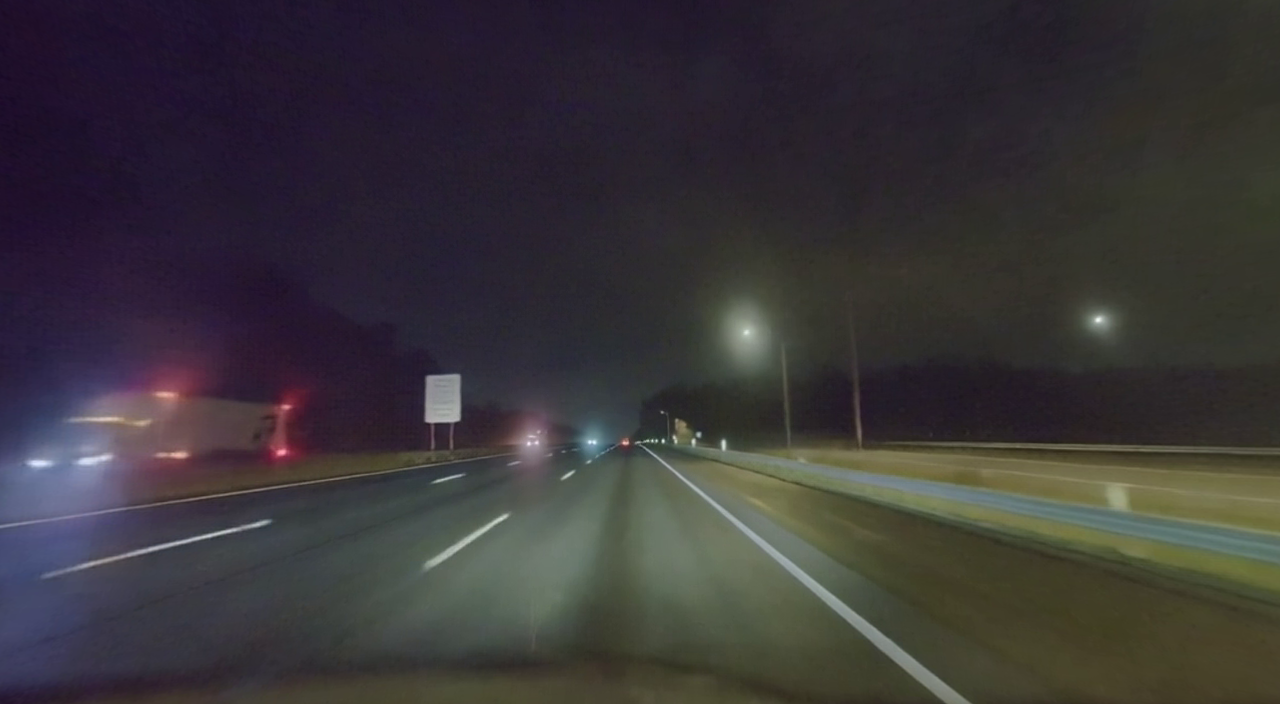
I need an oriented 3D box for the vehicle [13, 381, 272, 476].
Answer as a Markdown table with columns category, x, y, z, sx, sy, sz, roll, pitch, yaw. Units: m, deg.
| category | x | y | z | sx | sy | sz | roll | pitch | yaw |
| --- | --- | --- | --- | --- | --- | --- | --- | --- | --- |
| vehicle | -24.117 | 3.993 | 32.197 | 2.877 | 3.842 | 12.982 | 0 | -8 | -1 |
